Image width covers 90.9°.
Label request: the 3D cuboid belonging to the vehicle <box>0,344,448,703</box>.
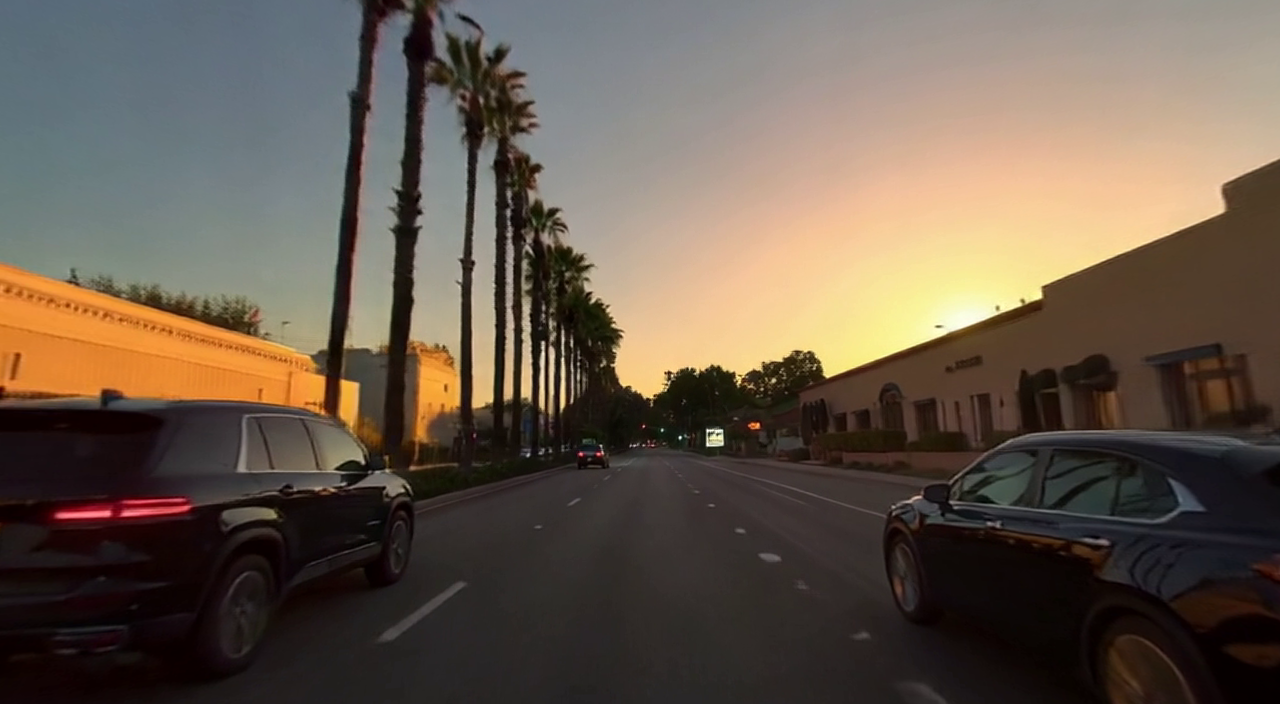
[{"bbox_3d":[-3.246,1.178,4.964,2.058,1.804,4.391,0,-8,0],"label":"vehicle"}]

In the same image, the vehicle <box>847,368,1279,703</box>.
[{"bbox_3d":[2.885,1.072,3.667,1.946,1.513,4.133,0,-8,0],"label":"vehicle"}]

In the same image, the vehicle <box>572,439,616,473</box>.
[{"bbox_3d":[-2.464,5.726,34.846,1.998,1.743,4.402,0,-8,1],"label":"vehicle"}]
